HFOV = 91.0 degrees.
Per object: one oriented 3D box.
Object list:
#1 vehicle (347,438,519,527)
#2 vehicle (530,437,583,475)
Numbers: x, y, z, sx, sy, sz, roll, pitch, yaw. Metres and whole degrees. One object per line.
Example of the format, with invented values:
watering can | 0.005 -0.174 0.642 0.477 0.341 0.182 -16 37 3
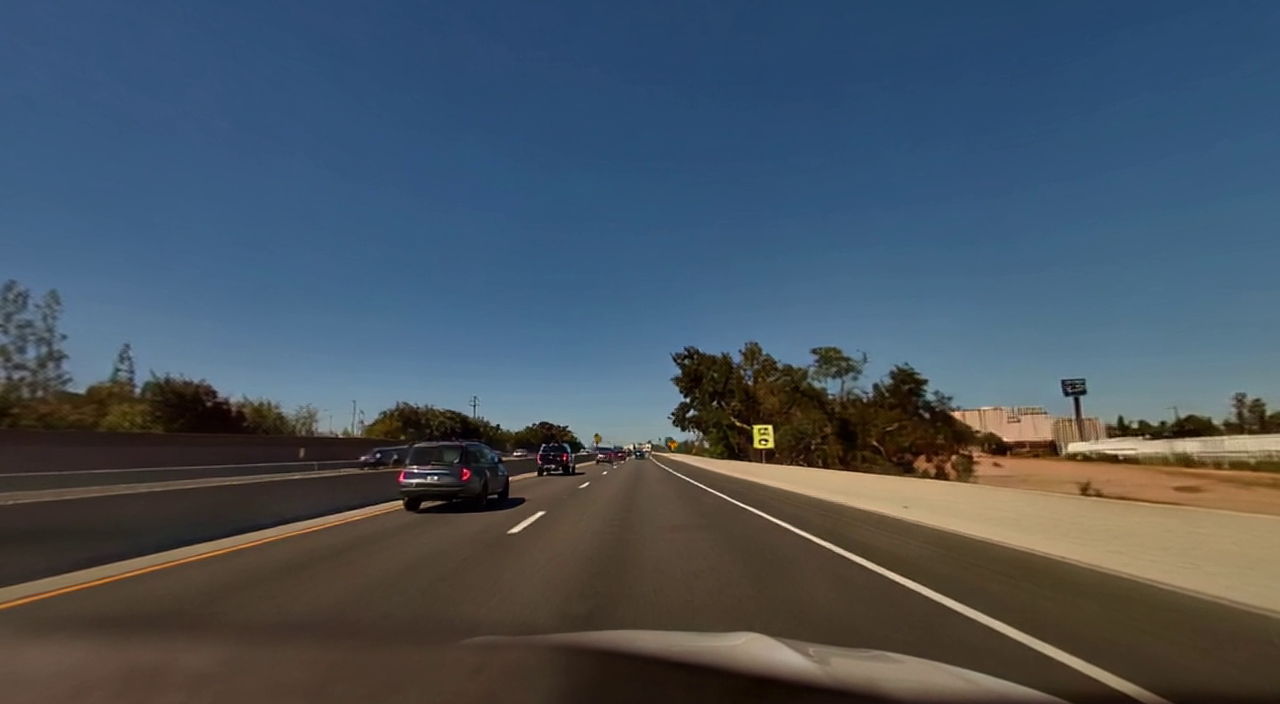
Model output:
vehicle | -4.065 2.635 13.336 2.044 1.527 4.607 0 -9 0
vehicle | -4.382 5.531 33.711 2.177 1.852 4.427 0 -9 1
